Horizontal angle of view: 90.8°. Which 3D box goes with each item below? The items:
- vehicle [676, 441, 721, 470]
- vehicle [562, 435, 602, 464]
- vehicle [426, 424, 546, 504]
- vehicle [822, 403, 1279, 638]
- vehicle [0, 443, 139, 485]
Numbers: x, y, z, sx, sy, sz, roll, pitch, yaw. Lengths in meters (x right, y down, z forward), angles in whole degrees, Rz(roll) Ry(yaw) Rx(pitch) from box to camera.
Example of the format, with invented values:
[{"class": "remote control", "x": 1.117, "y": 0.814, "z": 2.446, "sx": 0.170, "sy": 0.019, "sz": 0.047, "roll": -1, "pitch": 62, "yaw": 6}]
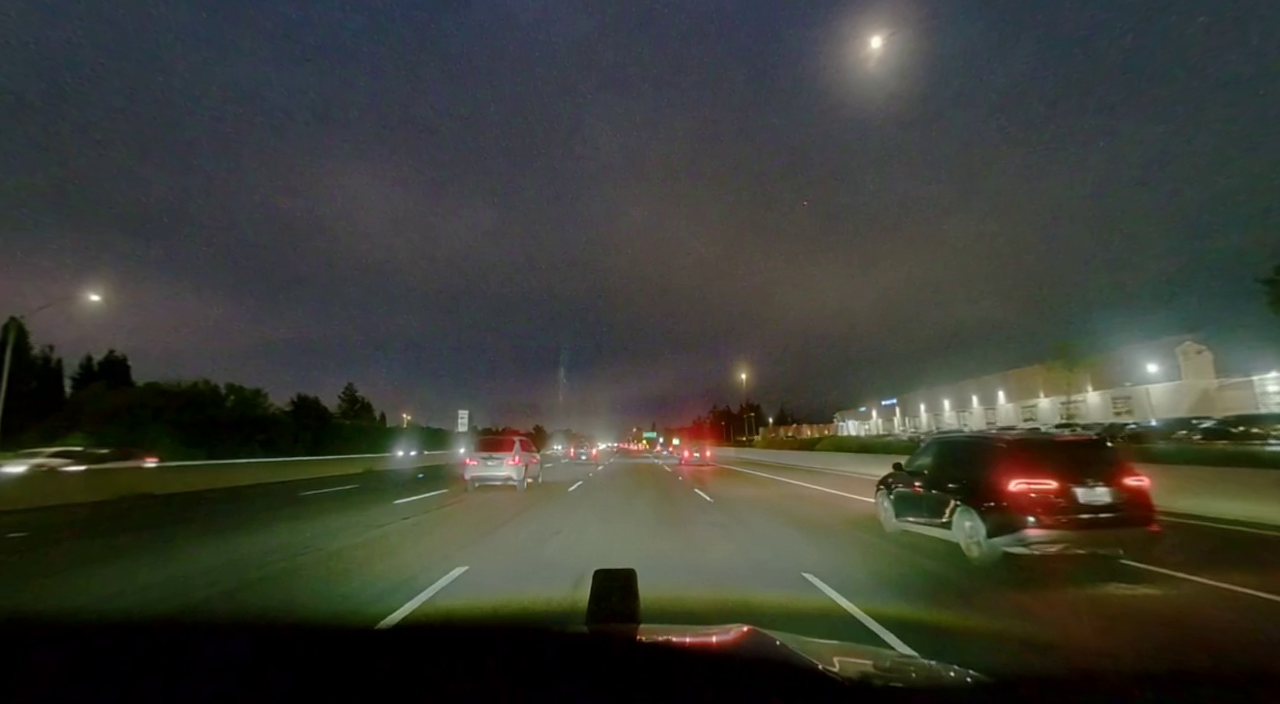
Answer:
[{"class": "vehicle", "x": 3.214, "y": 5.756, "z": 35.434, "sx": 1.957, "sy": 1.510, "sz": 4.643, "roll": 0, "pitch": -8, "yaw": -2}, {"class": "vehicle", "x": -4.027, "y": 6.947, "z": 45.127, "sx": 2.410, "sy": 1.981, "sz": 5.355, "roll": 0, "pitch": -8, "yaw": 0}, {"class": "vehicle", "x": -3.802, "y": 2.847, "z": 16.494, "sx": 1.987, "sy": 1.765, "sz": 4.508, "roll": 0, "pitch": -8, "yaw": 0}, {"class": "vehicle", "x": 3.624, "y": 1.480, "z": 6.596, "sx": 2.033, "sy": 1.596, "sz": 4.344, "roll": 0, "pitch": -8, "yaw": -2}, {"class": "vehicle", "x": -24.851, "y": 4.817, "z": 27.544, "sx": 2.053, "sy": 1.645, "sz": 4.876, "roll": 0, "pitch": -8, "yaw": 0}]
